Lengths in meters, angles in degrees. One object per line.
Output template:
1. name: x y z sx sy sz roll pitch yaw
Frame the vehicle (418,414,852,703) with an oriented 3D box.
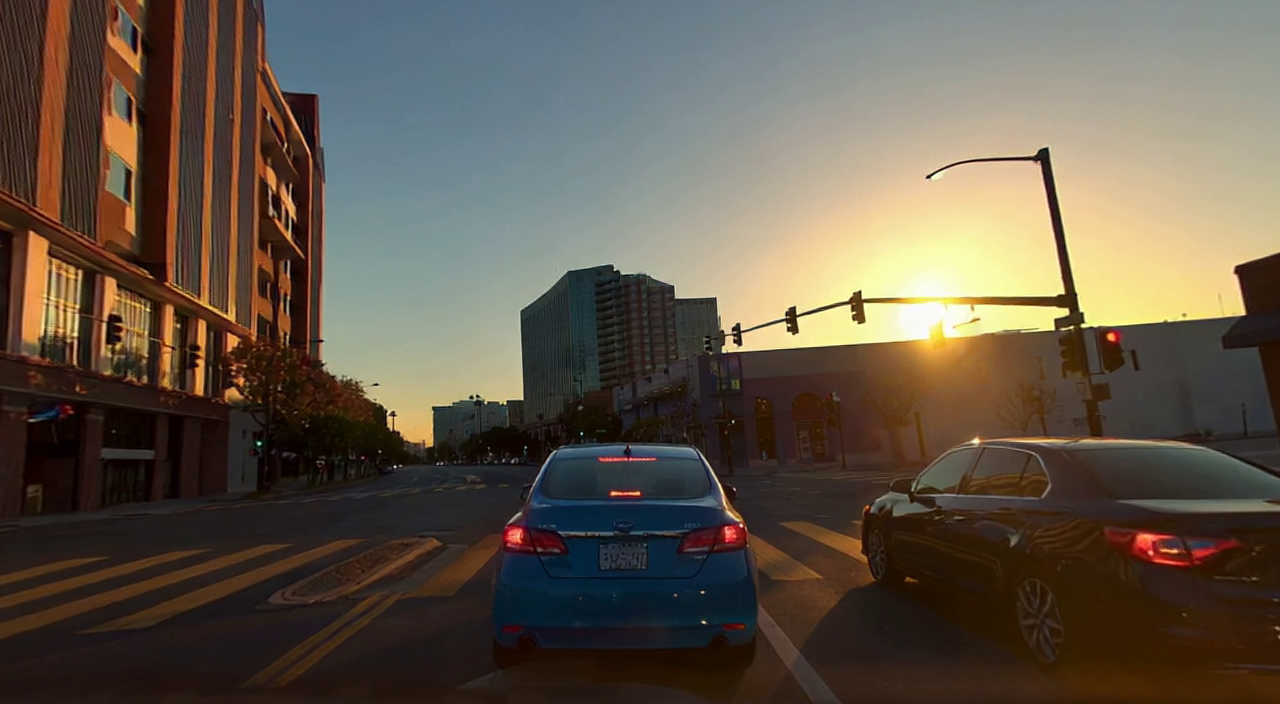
1. vehicle: -0.059 1.349 5.153 2.094 1.481 4.078 0 -8 -1

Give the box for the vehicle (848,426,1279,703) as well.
1. vehicle: 3.348 1.376 5.083 1.860 1.430 4.089 0 -8 -1
